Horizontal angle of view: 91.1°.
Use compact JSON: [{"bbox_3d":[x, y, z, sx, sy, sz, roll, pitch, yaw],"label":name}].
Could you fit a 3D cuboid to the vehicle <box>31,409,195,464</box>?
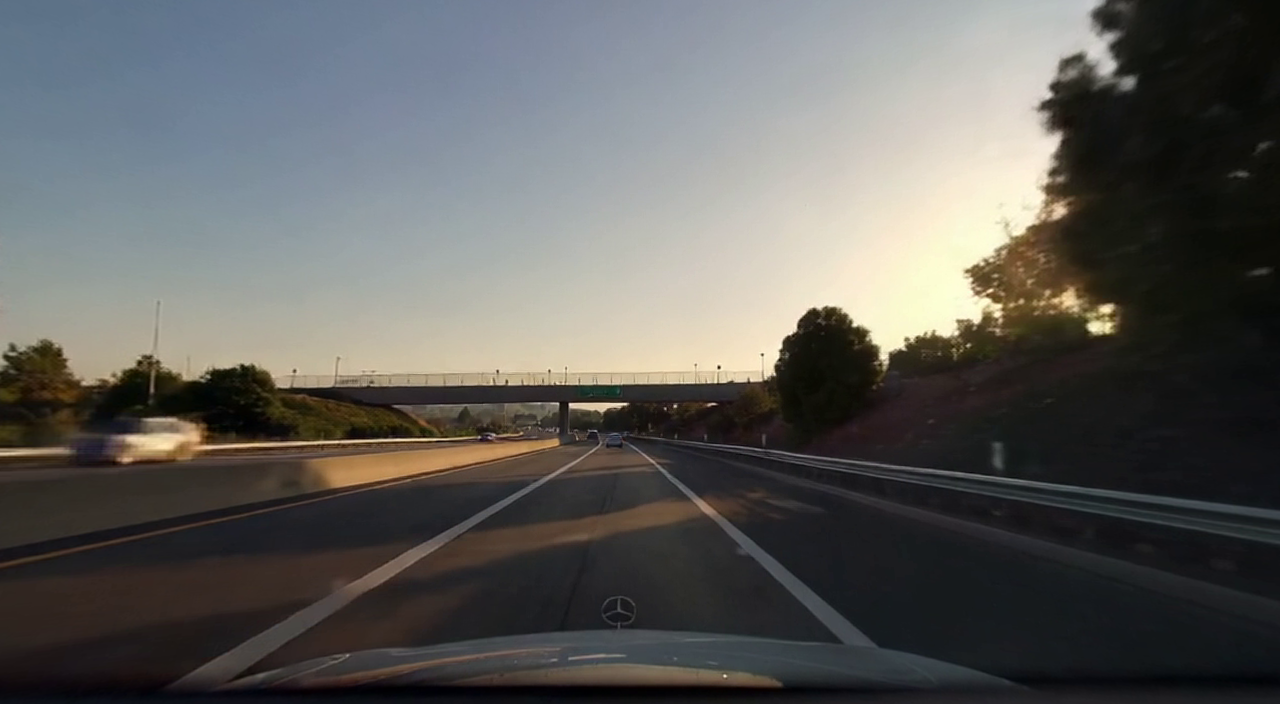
[{"bbox_3d":[-20.228,3.296,24.490,2.128,1.893,4.820,0,-8,1],"label":"vehicle"}]
